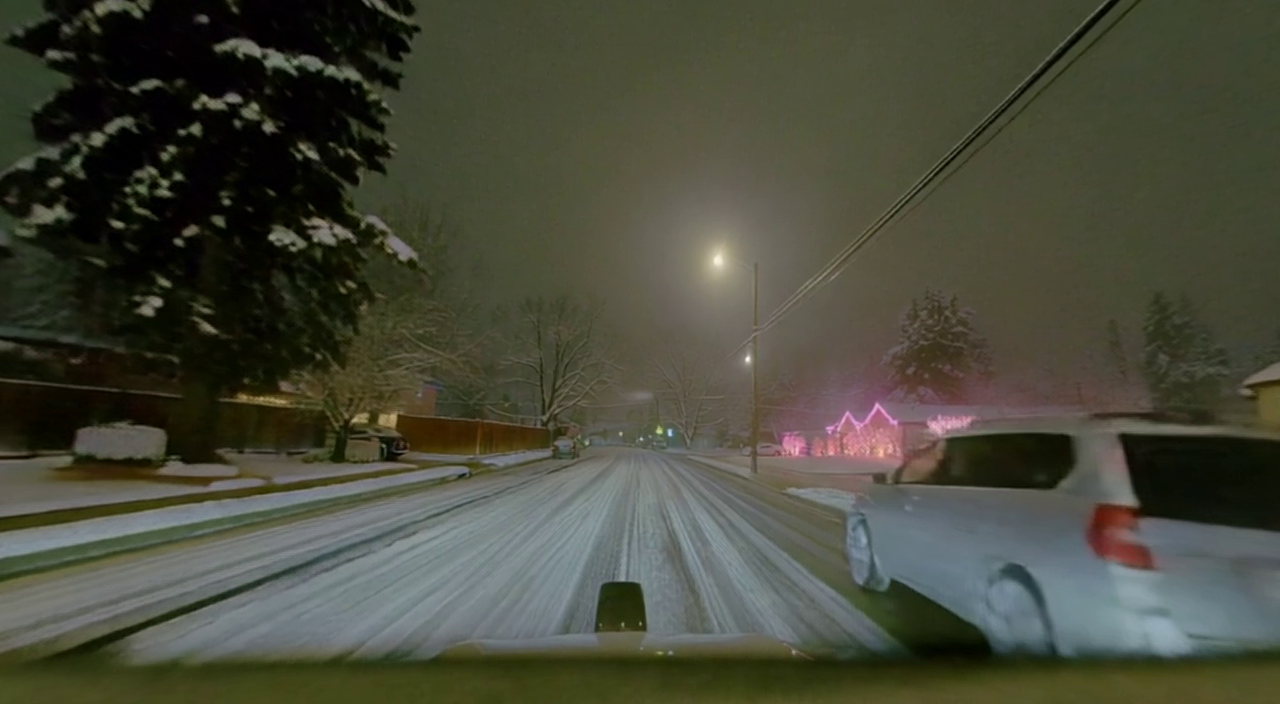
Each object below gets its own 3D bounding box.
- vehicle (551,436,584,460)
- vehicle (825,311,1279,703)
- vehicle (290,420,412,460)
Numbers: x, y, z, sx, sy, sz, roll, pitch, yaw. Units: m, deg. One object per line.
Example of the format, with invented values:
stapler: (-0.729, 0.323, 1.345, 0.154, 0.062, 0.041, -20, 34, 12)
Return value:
vehicle: (-5.641, 7.535, 49.374, 1.998, 1.742, 4.210, 0, -8, 1)
vehicle: (3.230, 1.183, 4.774, 2.122, 1.997, 4.800, 0, -8, -1)
vehicle: (-14.197, 4.362, 31.064, 4.928, 1.844, 2.163, 1, -8, -3)
